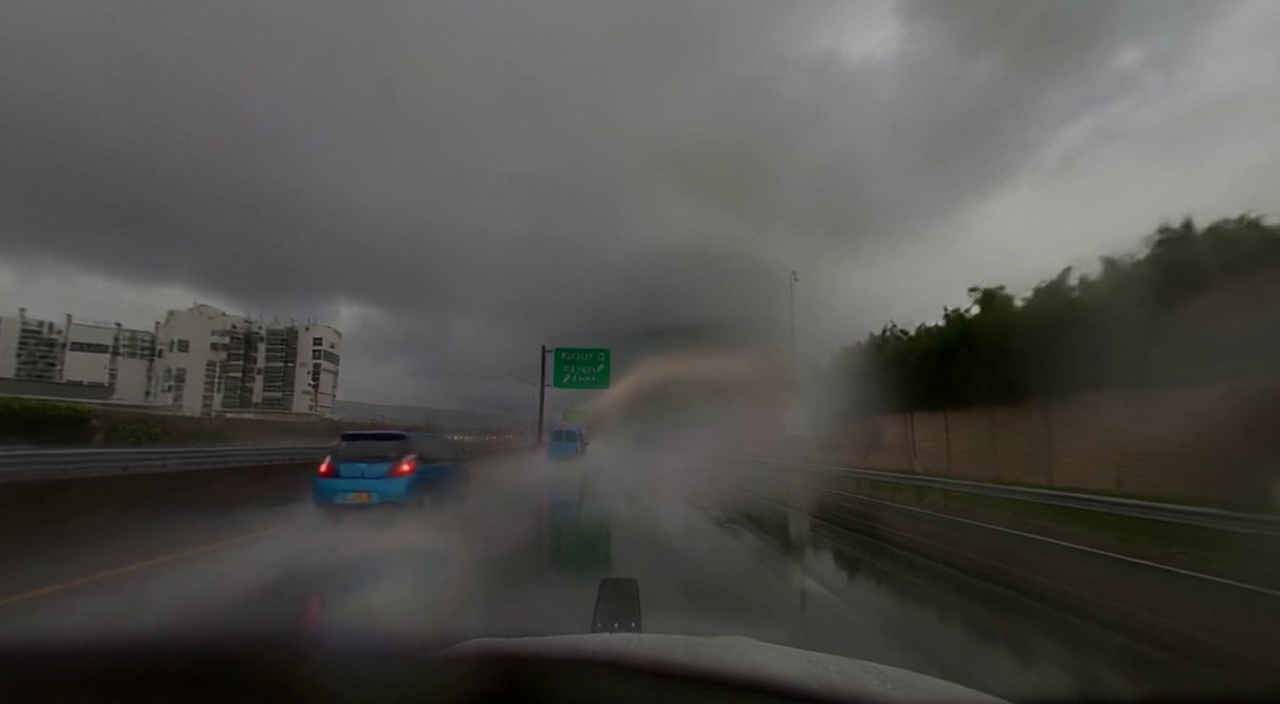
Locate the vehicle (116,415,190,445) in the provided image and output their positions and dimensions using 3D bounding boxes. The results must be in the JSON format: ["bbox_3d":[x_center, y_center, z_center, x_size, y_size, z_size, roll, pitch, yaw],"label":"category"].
[{"bbox_3d":[-37.845,6.036,49.046,2.103,2.009,4.997,6,-7,-7],"label":"vehicle"}]

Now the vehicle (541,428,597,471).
[{"bbox_3d":[-3.417,4.790,31.147,2.260,1.901,4.665,-1,-8,-1],"label":"vehicle"}]

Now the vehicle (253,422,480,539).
[{"bbox_3d":[-4.247,2.045,10.670,2.045,1.547,4.162,0,-8,-1],"label":"vehicle"}]
